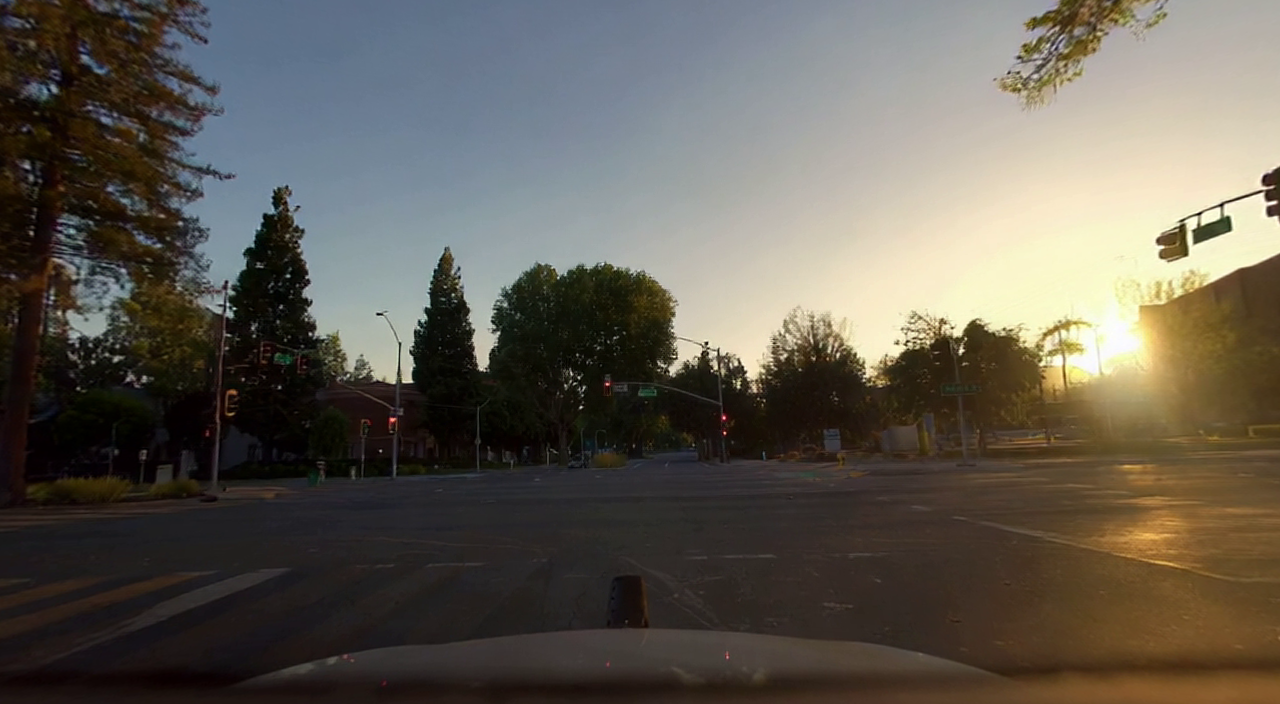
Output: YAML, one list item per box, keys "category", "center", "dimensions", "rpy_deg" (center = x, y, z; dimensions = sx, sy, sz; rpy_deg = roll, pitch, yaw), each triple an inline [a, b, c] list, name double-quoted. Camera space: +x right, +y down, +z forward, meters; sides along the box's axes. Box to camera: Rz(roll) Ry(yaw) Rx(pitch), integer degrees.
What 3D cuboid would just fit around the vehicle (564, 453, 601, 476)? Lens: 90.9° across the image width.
- category: "vehicle"
  center: [-4.480, 8.849, 49.835]
  dimensions: [2.030, 1.704, 4.205]
  rpy_deg: [-1, -8, 7]
